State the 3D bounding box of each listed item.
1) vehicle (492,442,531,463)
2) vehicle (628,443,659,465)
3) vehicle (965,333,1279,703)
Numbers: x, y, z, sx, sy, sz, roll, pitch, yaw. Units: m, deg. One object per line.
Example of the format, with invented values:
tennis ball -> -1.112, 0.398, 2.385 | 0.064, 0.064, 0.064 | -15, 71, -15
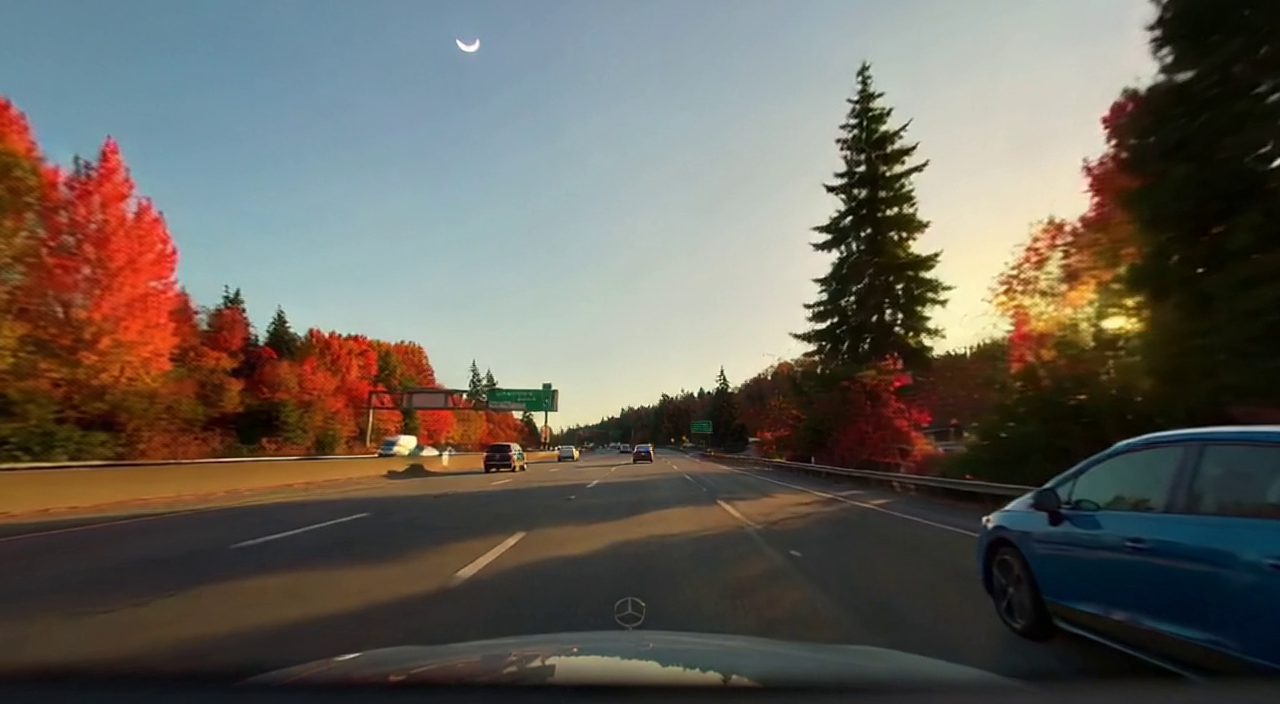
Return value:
vehicle -> -9.643, 7.562, 47.712 | 1.965, 1.473, 4.313 | 0, -8, 1
vehicle -> 0.223, 6.935, 43.023 | 1.985, 1.450, 4.266 | 0, -8, 0
vehicle -> 3.350, 0.796, 2.258 | 2.120, 1.706, 4.226 | 0, -8, 1
